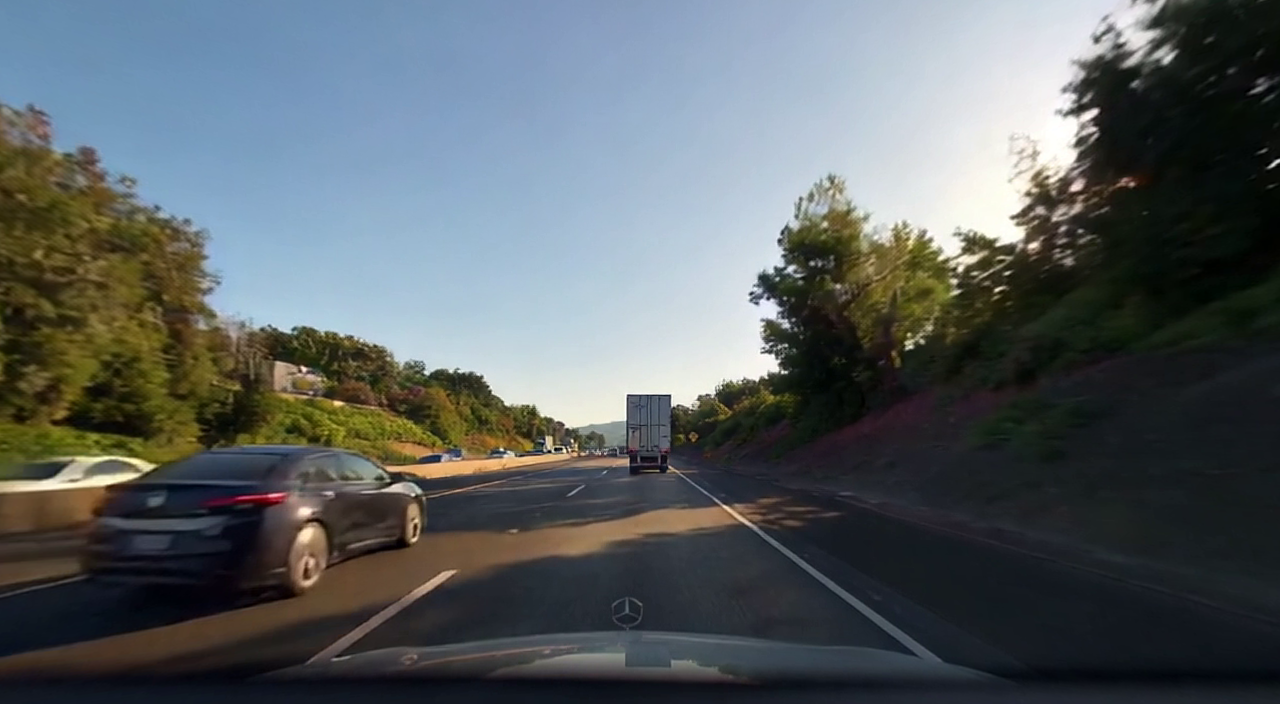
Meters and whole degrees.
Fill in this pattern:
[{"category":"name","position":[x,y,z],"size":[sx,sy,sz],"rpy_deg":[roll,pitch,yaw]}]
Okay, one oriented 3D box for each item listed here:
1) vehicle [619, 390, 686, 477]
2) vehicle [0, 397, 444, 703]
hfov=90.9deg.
[{"category":"vehicle","position":[0.482,4.395,32.948],"size":[2.959,3.828,9.617],"rpy_deg":[0,-9,-1]},{"category":"vehicle","position":[-3.568,1.391,5.517],"size":[2.074,1.546,4.946],"rpy_deg":[0,-9,0]}]
